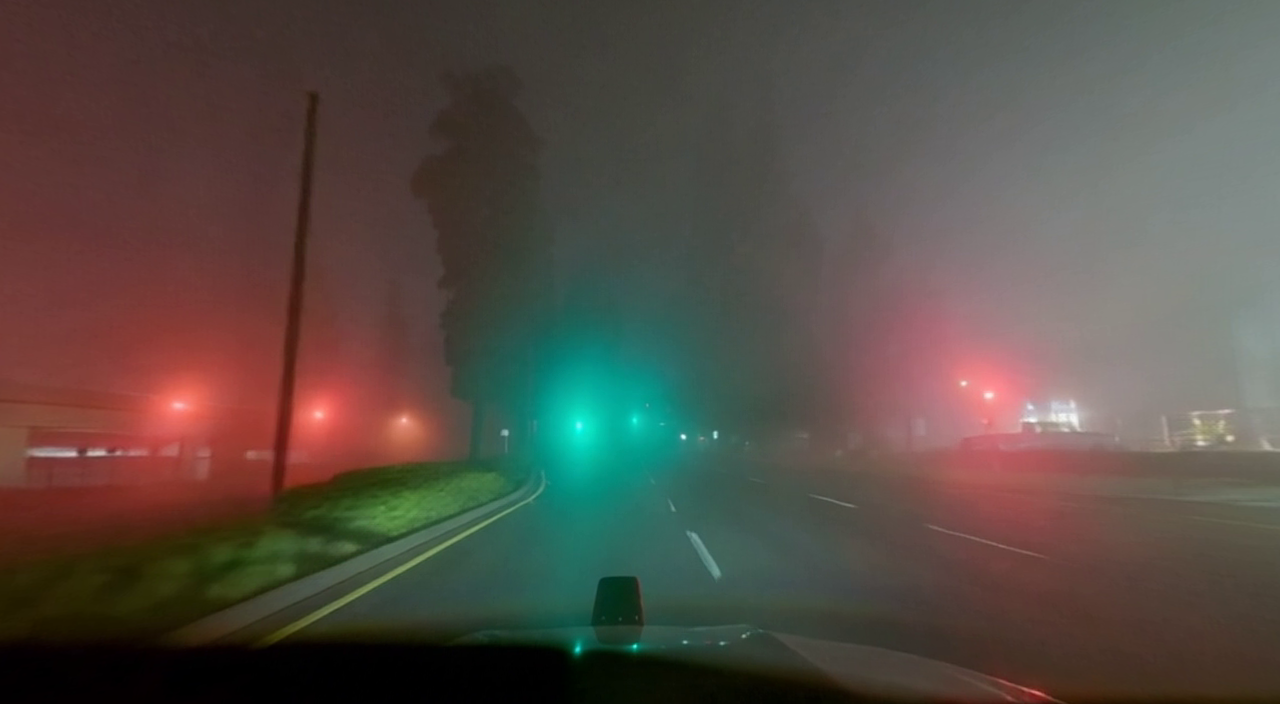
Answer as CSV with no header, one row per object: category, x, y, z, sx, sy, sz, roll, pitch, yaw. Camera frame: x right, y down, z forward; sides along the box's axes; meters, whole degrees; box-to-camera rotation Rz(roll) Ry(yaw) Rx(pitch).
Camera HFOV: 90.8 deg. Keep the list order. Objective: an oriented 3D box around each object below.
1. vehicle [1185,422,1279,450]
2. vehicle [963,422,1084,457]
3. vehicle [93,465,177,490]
vehicle,32.324,4.568,34.180,1.716,1.424,4.210,0,-9,-3
vehicle,18.932,4.344,31.336,4.688,1.658,1.950,0,-9,-1
vehicle,-31.549,7.833,39.514,3.684,1.388,1.808,0,-9,0
